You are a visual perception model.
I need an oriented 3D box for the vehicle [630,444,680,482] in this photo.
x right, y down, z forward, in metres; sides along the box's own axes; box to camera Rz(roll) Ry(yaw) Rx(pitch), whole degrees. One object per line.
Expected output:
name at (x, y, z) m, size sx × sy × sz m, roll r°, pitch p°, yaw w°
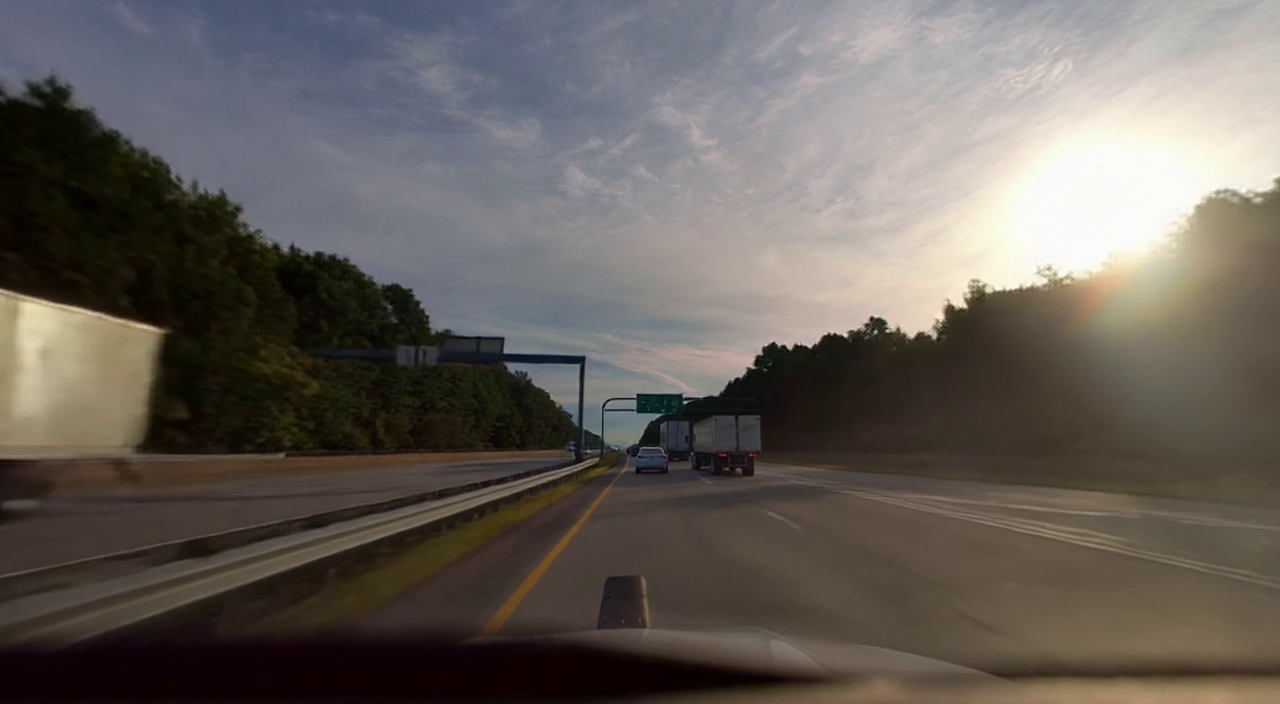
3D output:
vehicle at (0.602, 4.885, 28.017) m, size 2.069 × 1.523 × 4.012 m, roll 0°, pitch -9°, yaw -1°

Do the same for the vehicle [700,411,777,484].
vehicle at (4.835, 4.889, 32.460) m, size 2.600 × 3.282 × 7.635 m, roll 0°, pitch -9°, yaw -1°
